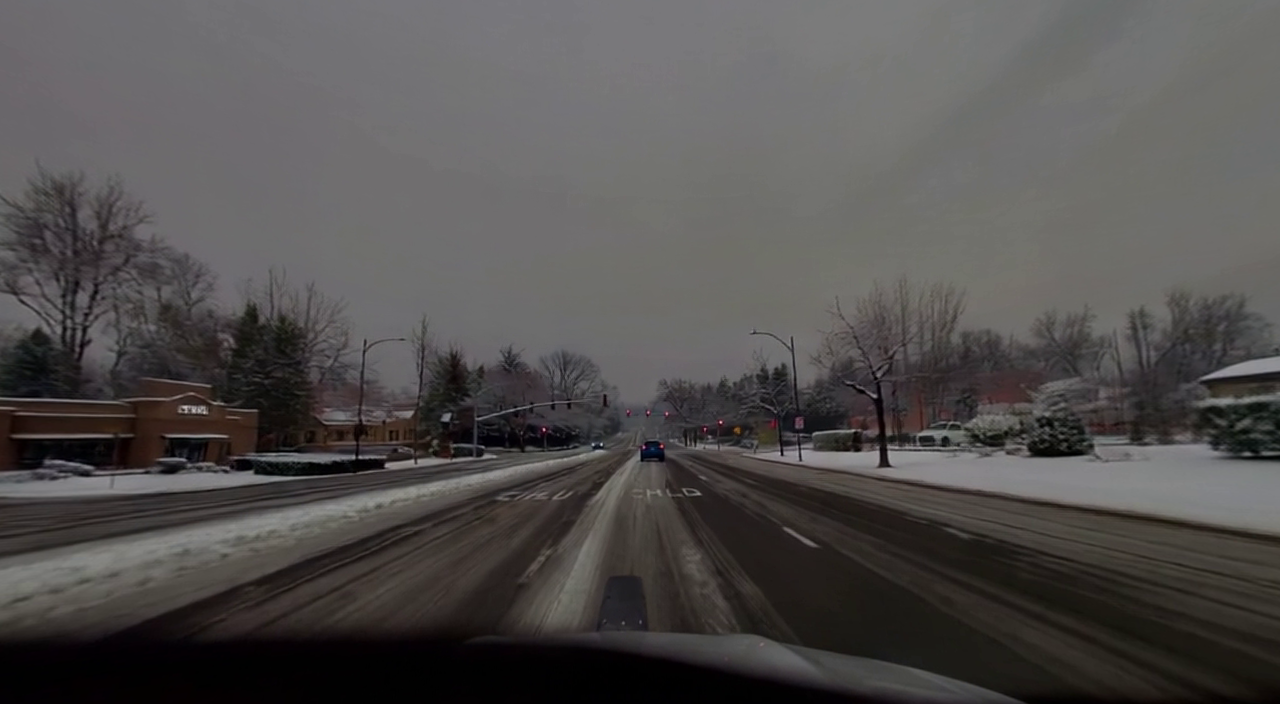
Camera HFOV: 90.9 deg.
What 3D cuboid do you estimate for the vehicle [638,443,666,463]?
[{"bbox_3d":[0.869,7.690,48.100,2.028,1.478,4.545,0,-9,0],"label":"vehicle"}]
